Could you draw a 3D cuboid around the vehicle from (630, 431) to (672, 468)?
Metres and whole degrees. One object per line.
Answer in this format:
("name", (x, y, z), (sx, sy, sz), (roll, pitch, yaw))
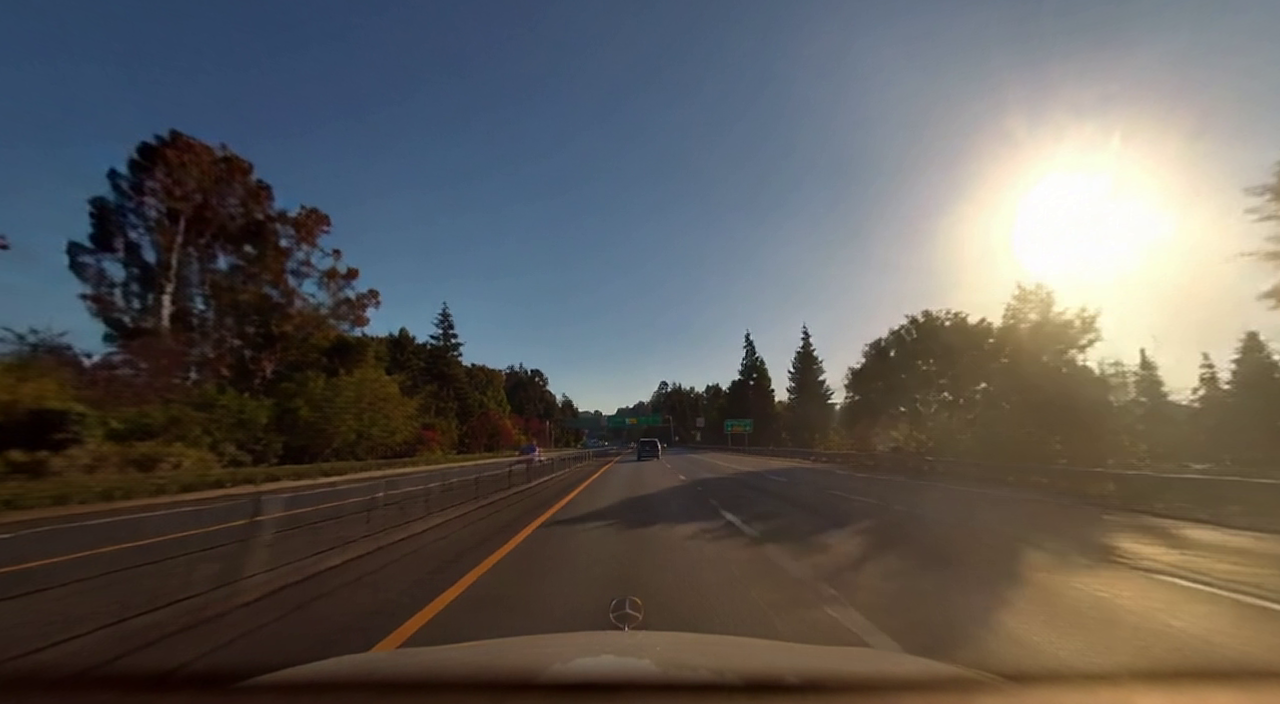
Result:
("vehicle", (0.650, 5.643, 36.599), (2.301, 1.944, 4.554), (0, -8, 1))

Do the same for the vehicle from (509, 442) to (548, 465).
("vehicle", (-7.694, 7.024, 43.759), (1.899, 1.513, 4.382), (0, -8, 1))
